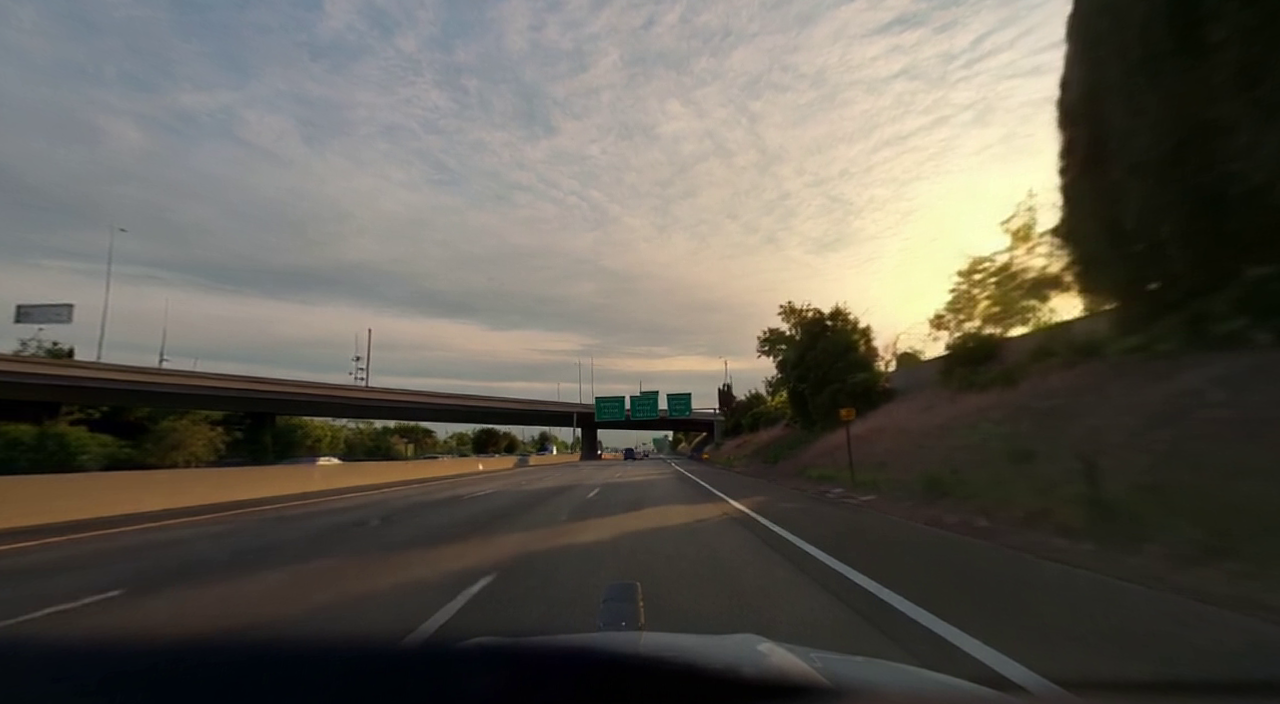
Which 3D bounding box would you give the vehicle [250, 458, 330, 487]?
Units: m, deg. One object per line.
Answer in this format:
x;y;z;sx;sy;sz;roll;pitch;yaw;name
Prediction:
-20.159;6.931;36.543;1.915;1.503;4.856;0;-9;0;vehicle
